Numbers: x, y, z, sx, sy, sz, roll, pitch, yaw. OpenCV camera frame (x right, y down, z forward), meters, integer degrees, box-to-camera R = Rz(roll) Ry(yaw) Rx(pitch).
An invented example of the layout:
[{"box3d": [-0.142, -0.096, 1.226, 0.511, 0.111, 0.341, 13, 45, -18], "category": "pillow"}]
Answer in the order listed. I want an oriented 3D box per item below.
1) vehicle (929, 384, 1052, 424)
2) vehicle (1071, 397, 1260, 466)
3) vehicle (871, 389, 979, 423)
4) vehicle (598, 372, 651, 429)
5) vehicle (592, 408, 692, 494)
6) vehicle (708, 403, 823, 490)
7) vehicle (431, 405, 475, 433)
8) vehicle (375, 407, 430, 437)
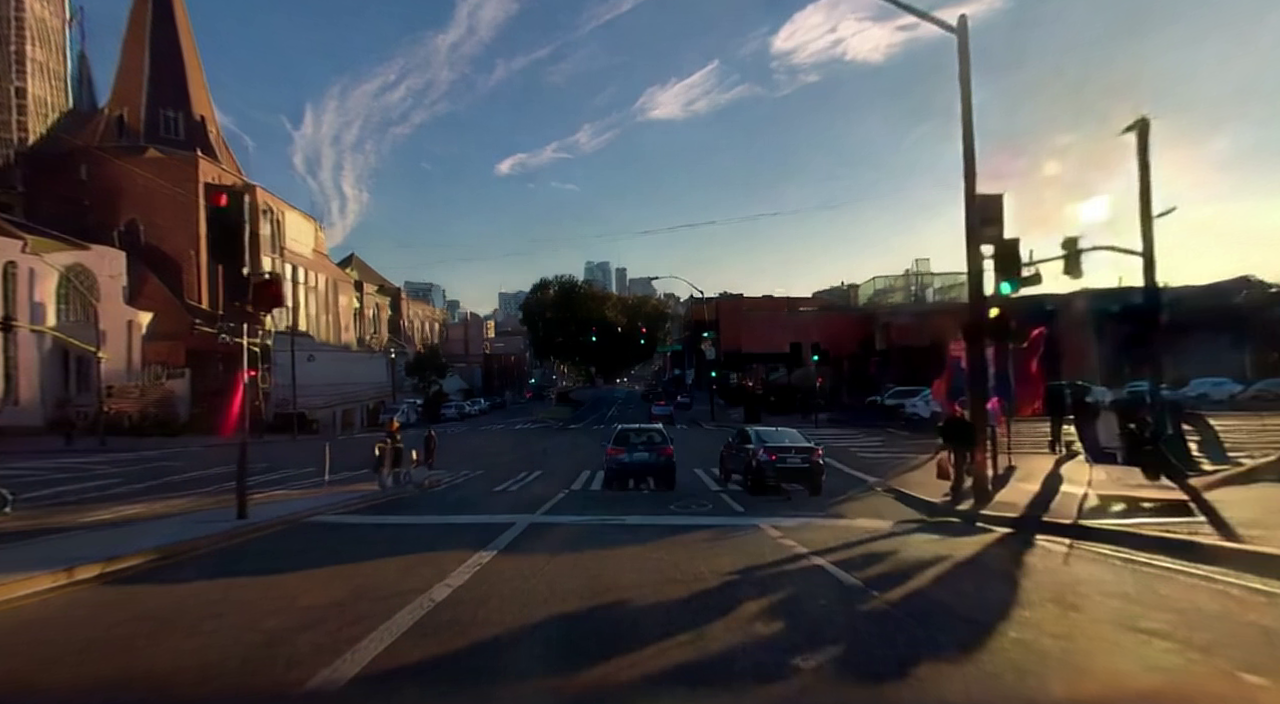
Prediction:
[{"box3d": [16.396, 2.442, 29.682, 4.512, 1.734, 2.143, -1, -5, -3], "category": "vehicle"}, {"box3d": [16.376, 2.423, 19.815, 4.379, 1.486, 1.941, -5, 2, -3], "category": "vehicle"}, {"box3d": [14.574, 2.805, 32.449, 4.488, 1.475, 2.083, -2, -7, -3], "category": "vehicle"}, {"box3d": [-1.131, 3.119, 39.658, 2.930, 3.209, 8.154, 0, -6, -4], "category": "vehicle"}, {"box3d": [-0.057, 2.321, 15.715, 2.168, 1.776, 4.135, 0, -4, -3], "category": "vehicle"}, {"box3d": [3.346, 2.515, 17.887, 2.080, 1.735, 4.650, 4, -1, -2], "category": "vehicle"}, {"box3d": [-13.623, 4.958, 46.274, 2.069, 1.790, 4.358, 1, -9, -3], "category": "vehicle"}, {"box3d": [-16.599, 4.994, 44.486, 1.969, 1.896, 5.404, 1, -9, -3], "category": "vehicle"}]
